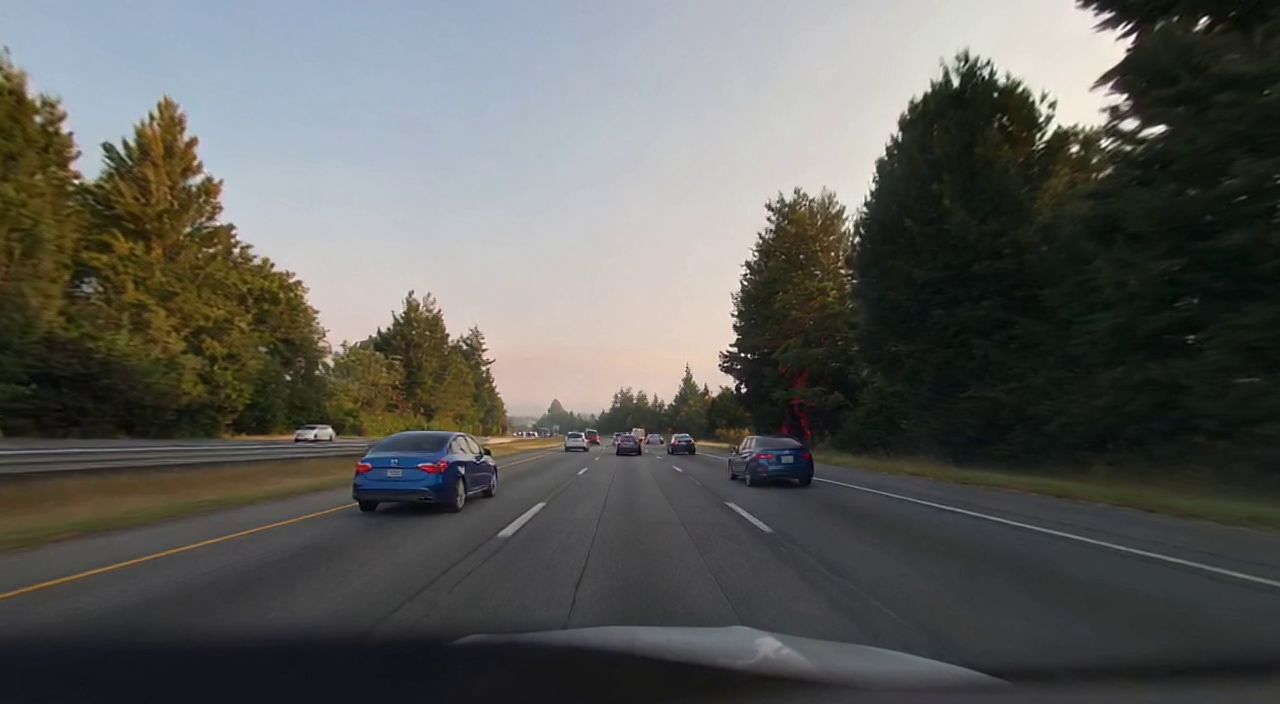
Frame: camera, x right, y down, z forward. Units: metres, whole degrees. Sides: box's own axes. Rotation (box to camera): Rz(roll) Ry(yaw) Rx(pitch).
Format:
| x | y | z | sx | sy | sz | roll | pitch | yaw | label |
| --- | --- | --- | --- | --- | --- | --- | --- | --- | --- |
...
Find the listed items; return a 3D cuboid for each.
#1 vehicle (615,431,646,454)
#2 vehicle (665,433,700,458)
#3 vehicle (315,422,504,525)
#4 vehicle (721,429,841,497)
| x | y | z | sx | sy | sz | roll | pitch | yaw | label |
| --- | --- | --- | --- | --- | --- | --- | --- | --- | --- |
| -0.777 | 6.923 | 48.373 | 2.191 | 1.727 | 3.981 | 0 | -8 | -3 | vehicle |
| 2.716 | 6.039 | 41.018 | 1.883 | 1.536 | 3.792 | 0 | -8 | -2 | vehicle |
| -3.903 | 2.100 | 11.576 | 1.941 | 1.529 | 4.111 | 0 | -8 | -1 | vehicle |
| 3.405 | 2.731 | 16.014 | 1.986 | 1.488 | 3.867 | 0 | -8 | -3 | vehicle |
